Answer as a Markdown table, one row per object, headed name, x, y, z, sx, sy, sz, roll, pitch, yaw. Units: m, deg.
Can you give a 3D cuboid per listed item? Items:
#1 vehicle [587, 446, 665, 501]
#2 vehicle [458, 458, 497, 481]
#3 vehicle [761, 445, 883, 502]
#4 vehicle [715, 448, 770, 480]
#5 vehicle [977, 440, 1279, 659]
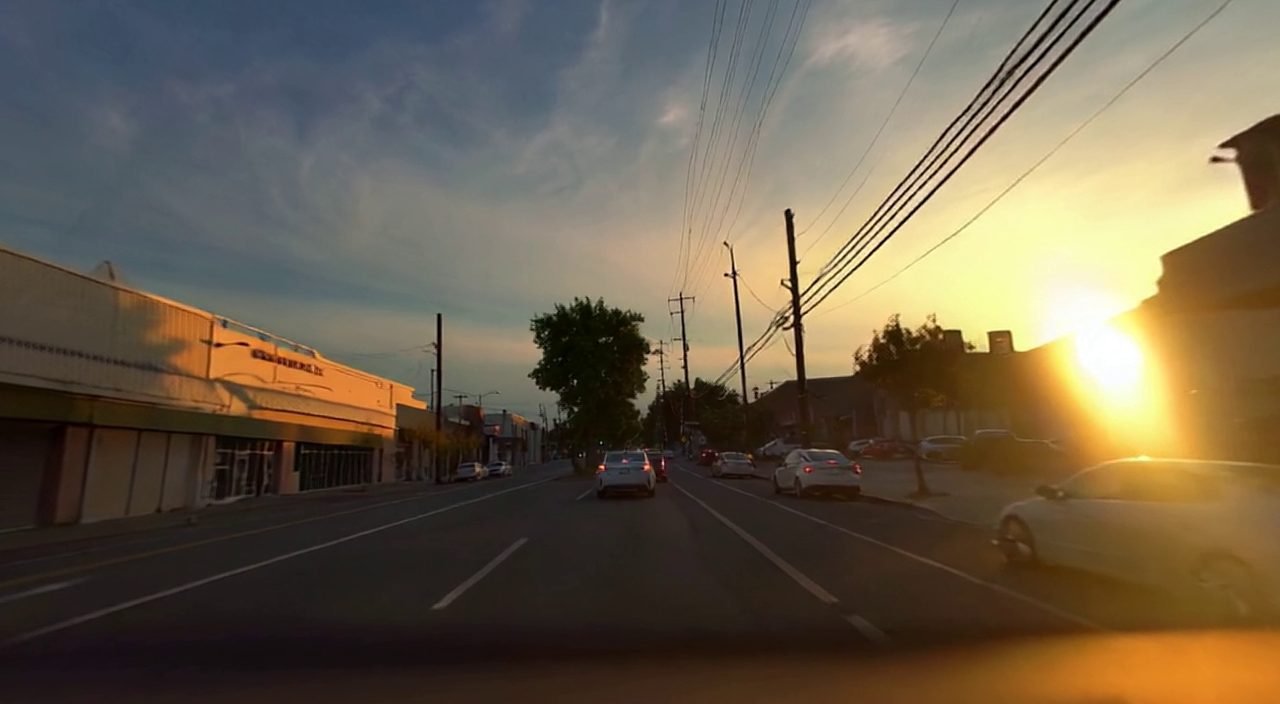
| name | x | y | z | sx | sy | sz | roll | pitch | yaw |
| --- | --- | --- | --- | --- | --- | --- | --- | --- | --- |
| vehicle | -0.370 | 3.637 | 19.350 | 2.116 | 1.479 | 3.980 | 0 | -8 | 0 |
| vehicle | -11.728 | 8.477 | 45.859 | 1.828 | 1.457 | 4.371 | 0 | -8 | -1 |
| vehicle | 5.228 | 3.533 | 18.951 | 2.108 | 1.471 | 4.948 | 0 | -8 | -1 |
| vehicle | 5.156 | 5.697 | 32.449 | 1.987 | 1.459 | 4.677 | 0 | -8 | -1 |
| vehicle | 5.018 | 1.480 | 5.432 | 1.761 | 1.413 | 4.272 | 0 | -8 | -2 |
